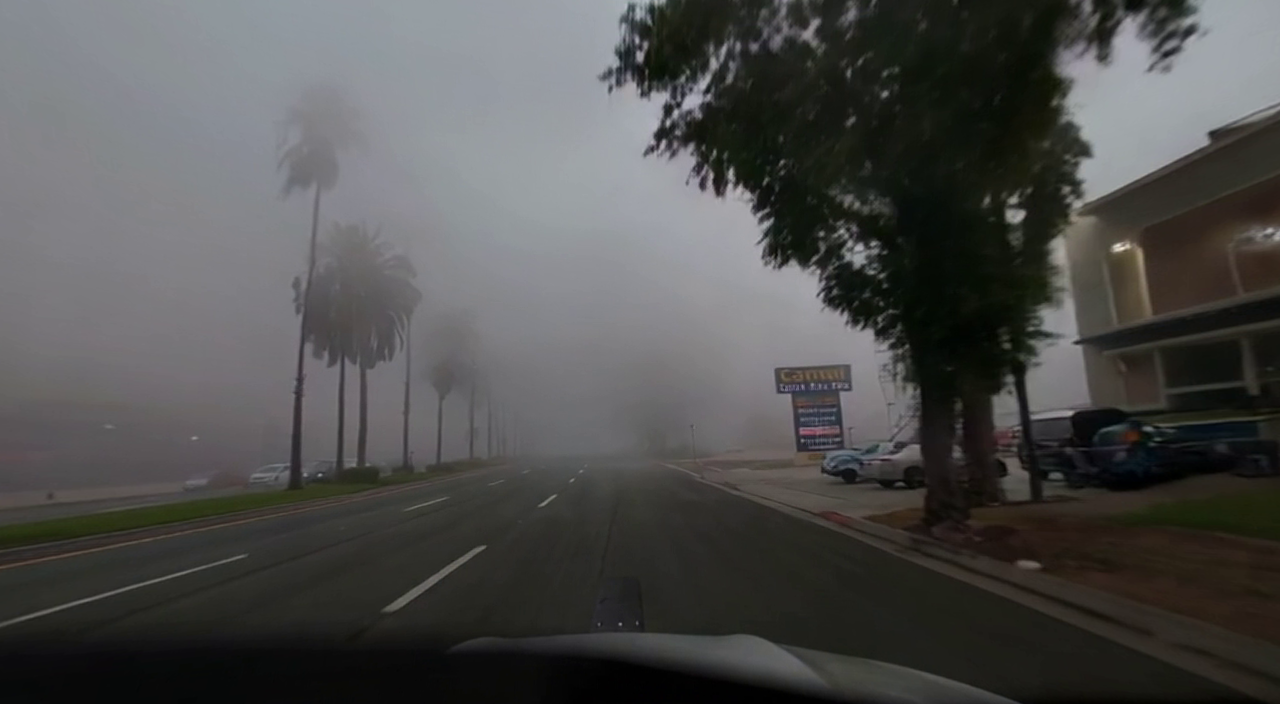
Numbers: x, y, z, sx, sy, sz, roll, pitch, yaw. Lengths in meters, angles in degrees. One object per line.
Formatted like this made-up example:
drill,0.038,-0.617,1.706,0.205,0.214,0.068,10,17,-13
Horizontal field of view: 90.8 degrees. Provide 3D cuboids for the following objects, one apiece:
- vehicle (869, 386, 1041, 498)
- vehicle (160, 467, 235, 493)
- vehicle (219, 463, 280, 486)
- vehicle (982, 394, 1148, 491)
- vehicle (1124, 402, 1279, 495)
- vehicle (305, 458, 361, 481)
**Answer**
vehicle,9.692,2.746,19.207,5.942,2.851,2.531,8,-12,-42
vehicle,-28.320,8.168,40.630,1.909,1.436,4.443,1,-9,-5
vehicle,-28.758,9.037,46.674,1.861,1.474,4.719,1,-9,-6
vehicle,11.740,2.481,17.246,2.514,2.172,5.798,-9,-12,44
vehicle,16.048,2.515,17.484,2.525,2.043,6.684,-7,-8,24
vehicle,-22.472,8.579,46.412,1.970,1.511,4.836,0,-9,-4
